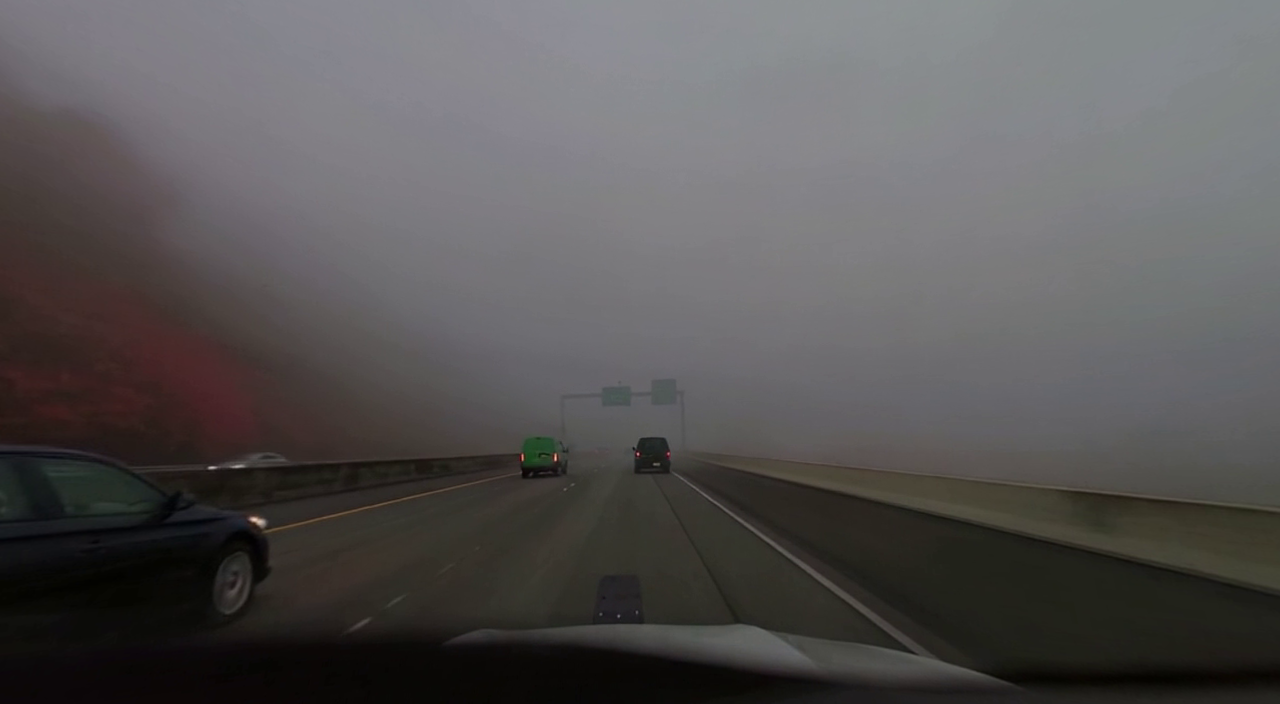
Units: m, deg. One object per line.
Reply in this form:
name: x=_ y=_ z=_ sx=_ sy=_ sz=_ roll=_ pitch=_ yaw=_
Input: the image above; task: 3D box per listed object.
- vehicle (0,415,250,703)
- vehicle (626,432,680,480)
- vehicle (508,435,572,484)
vehicle: x=-3.845 y=0.952 z=2.192 sx=2.020 sy=1.496 sz=4.552 roll=0 pitch=-9 yaw=0
vehicle: x=0.511 y=4.644 z=28.041 sx=2.179 sy=1.930 sz=4.538 roll=0 pitch=-9 yaw=-1
vehicle: x=-3.998 y=4.381 z=25.731 sx=2.021 sy=1.790 sz=3.907 roll=0 pitch=-9 yaw=0
